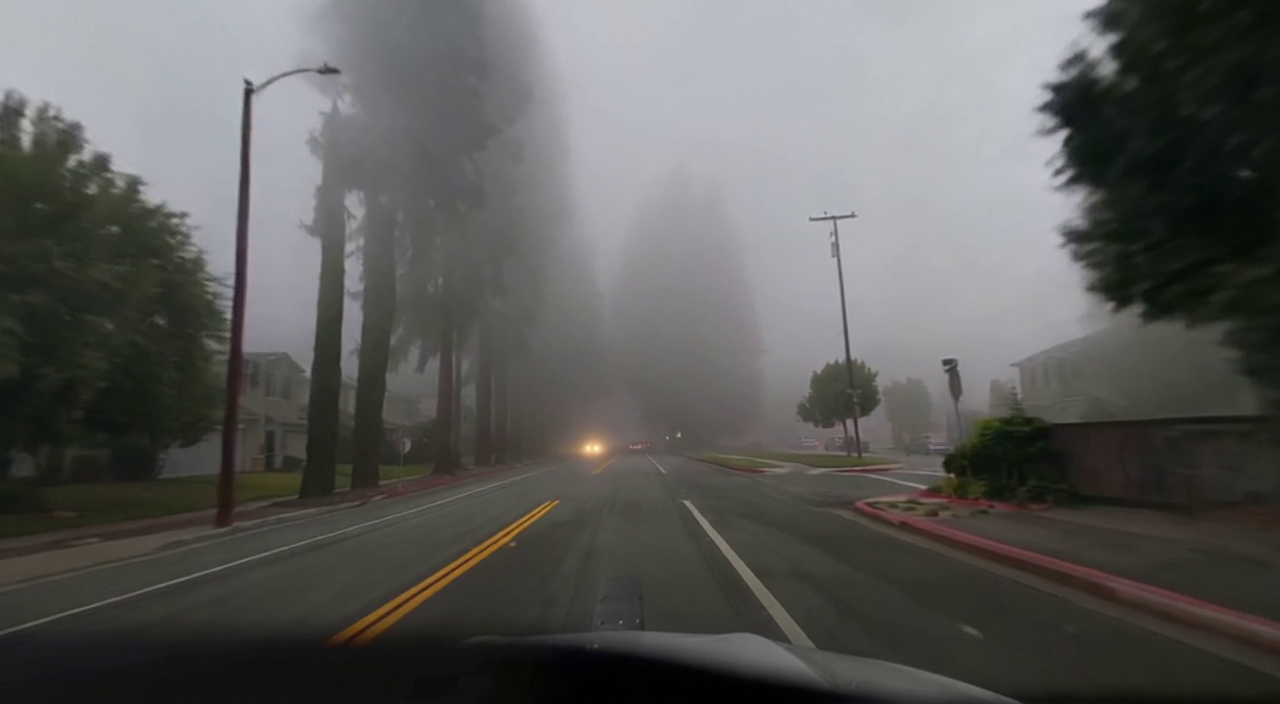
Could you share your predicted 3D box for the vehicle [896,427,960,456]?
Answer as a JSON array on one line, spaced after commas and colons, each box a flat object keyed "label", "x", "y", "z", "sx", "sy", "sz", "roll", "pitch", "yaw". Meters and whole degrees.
[{"label": "vehicle", "x": 18.209, "y": 5.745, "z": 40.217, "sx": 1.936, "sy": 1.722, "sz": 4.562, "roll": 0, "pitch": -9, "yaw": 1}]
